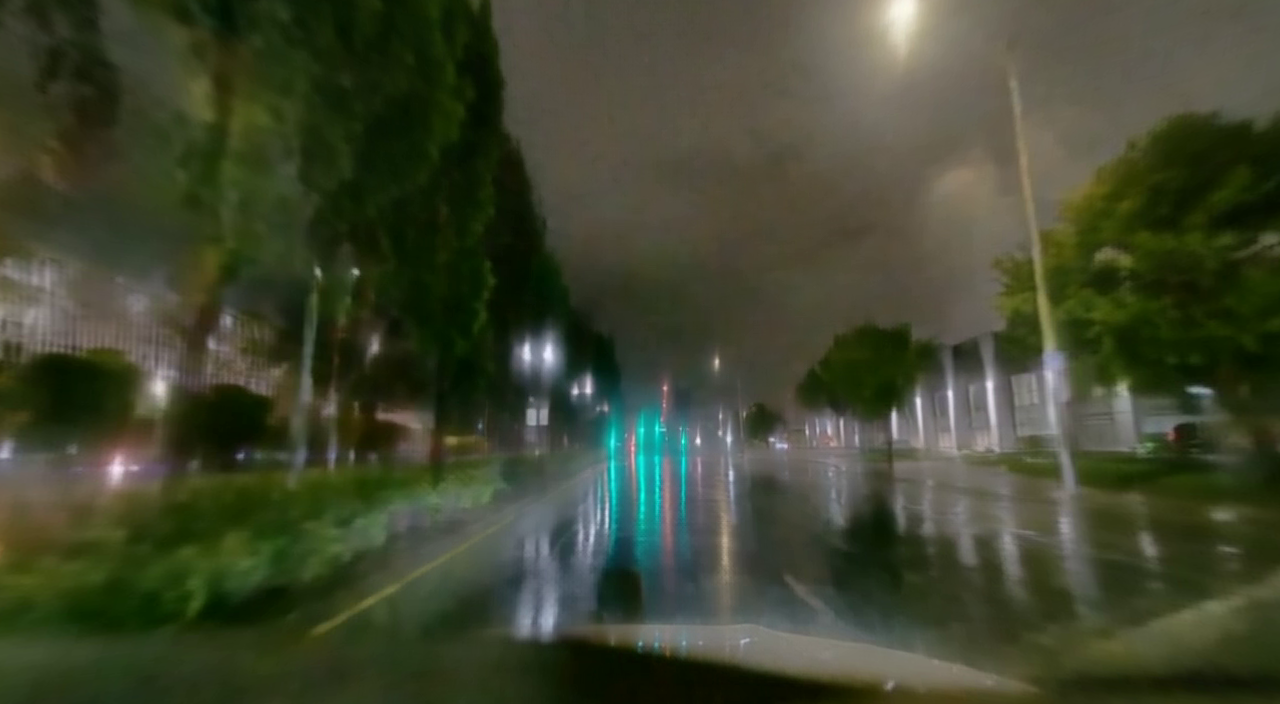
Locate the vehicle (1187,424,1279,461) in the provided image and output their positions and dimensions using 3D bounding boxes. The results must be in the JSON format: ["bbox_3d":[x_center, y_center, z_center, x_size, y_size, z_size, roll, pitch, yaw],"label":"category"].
[{"bbox_3d":[31.793,4.700,32.852,4.926,1.804,2.100,0,-10,-7],"label":"vehicle"}]

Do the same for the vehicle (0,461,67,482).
[{"bbox_3d":[-44.484,8.713,46.259,1.709,1.420,3.659,0,-9,-3],"label":"vehicle"}]

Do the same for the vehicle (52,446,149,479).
[{"bbox_3d":[-39.460,8.101,46.476,2.265,2.236,5.627,0,-9,-2],"label":"vehicle"}]
